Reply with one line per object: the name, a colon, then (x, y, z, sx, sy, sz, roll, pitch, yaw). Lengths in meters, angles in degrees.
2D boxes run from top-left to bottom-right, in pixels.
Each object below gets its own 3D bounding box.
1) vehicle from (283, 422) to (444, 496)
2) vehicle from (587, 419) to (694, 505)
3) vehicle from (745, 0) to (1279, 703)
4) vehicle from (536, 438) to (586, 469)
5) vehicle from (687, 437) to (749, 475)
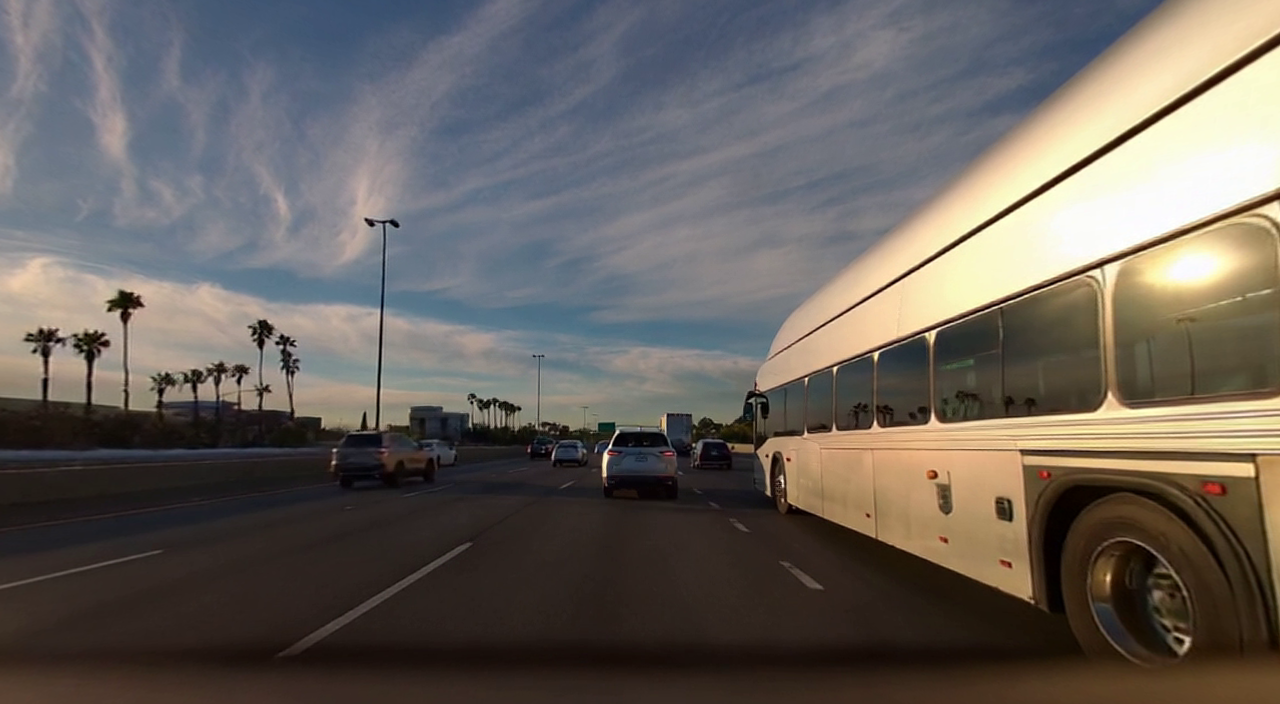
vehicle: (-7.478, 2.971, 17.766, 2.215, 1.795, 4.966, 0, -9, 1)
vehicle: (0.051, 2.664, 15.535, 2.268, 1.796, 4.280, 0, -9, 1)
vehicle: (3.949, 0.477, 7.128, 3.020, 3.622, 14.302, 0, -9, 0)
vehicle: (-4.187, 5.473, 34.102, 2.040, 1.536, 4.680, 0, -9, 1)
vehicle: (3.339, 4.590, 27.993, 2.039, 1.516, 4.521, 0, -9, -2)
